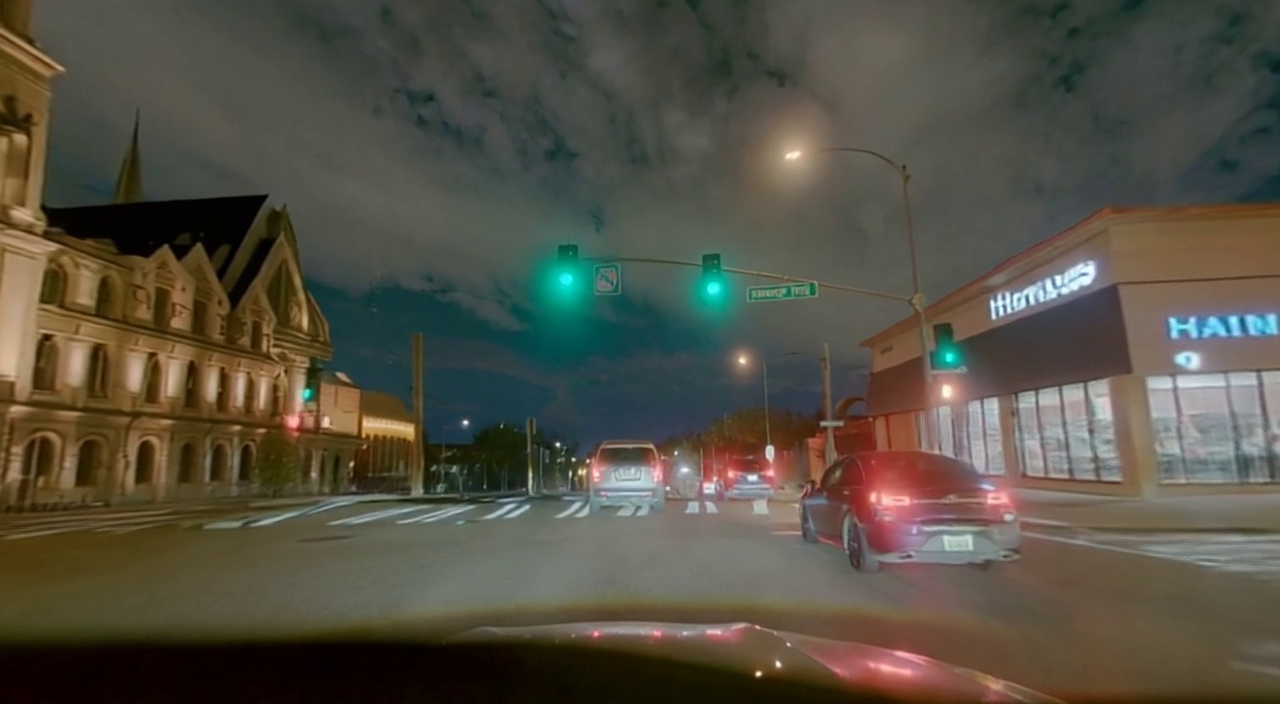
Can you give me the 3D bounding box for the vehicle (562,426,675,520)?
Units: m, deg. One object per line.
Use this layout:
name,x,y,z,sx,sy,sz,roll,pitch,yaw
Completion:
vehicle,-0.437,2.631,14.273,2.168,1.776,4.135,0,-8,-1

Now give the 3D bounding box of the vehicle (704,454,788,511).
vehicle,3.135,3.937,19.549,1.890,1.491,4.166,0,-8,0

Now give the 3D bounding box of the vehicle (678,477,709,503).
vehicle,4.087,10.400,47.732,2.027,1.771,4.470,-1,-11,9

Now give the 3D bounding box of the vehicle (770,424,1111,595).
vehicle,3.100,1.708,7.805,1.883,1.472,4.471,1,-8,-2
